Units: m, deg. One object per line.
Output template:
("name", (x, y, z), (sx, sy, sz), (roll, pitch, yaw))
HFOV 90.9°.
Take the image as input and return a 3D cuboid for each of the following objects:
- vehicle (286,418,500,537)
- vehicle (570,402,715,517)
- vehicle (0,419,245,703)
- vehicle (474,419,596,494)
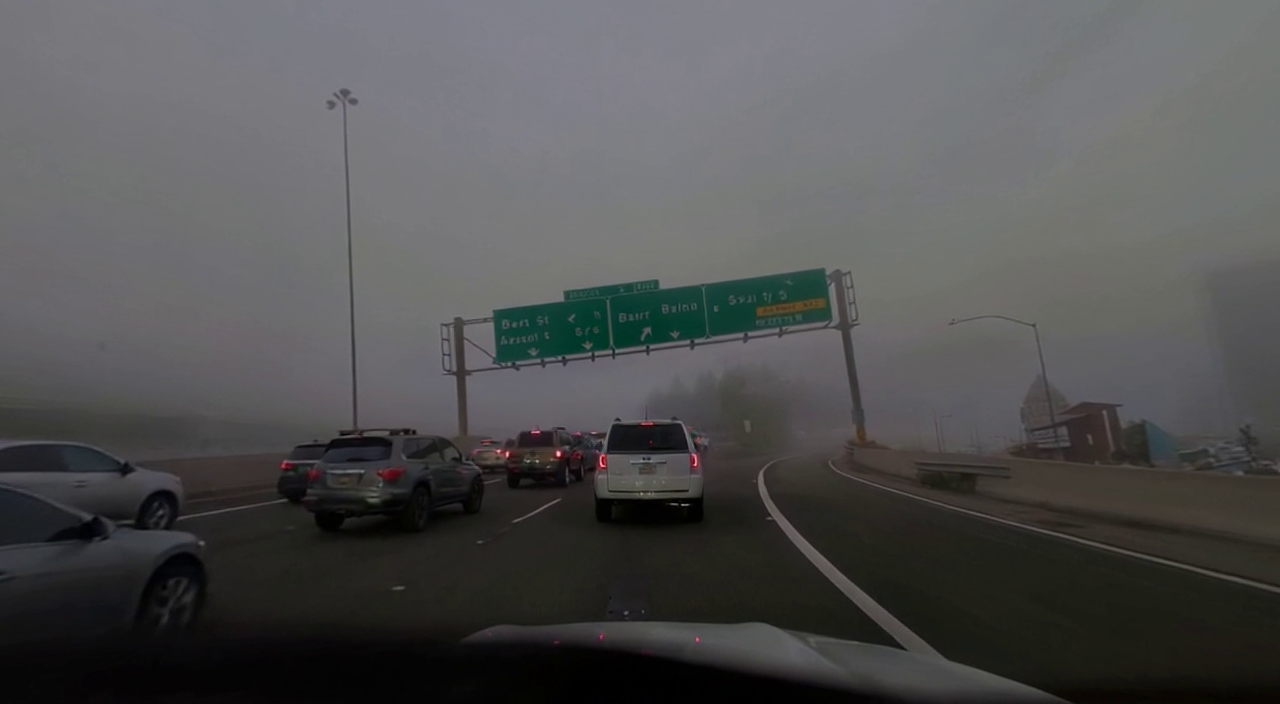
("vehicle", (-4.132, 2.175, 11.516), (1.953, 1.729, 4.377), (0, -9, 3))
("vehicle", (0.145, 2.388, 14.419), (2.616, 2.063, 5.933), (0, -9, 2))
("vehicle", (-4.177, 1.020, 2.737), (2.087, 1.481, 4.225), (0, -9, 2))
("vehicle", (-2.939, 3.149, 19.352), (2.286, 1.931, 5.729), (-1, -9, 5))
